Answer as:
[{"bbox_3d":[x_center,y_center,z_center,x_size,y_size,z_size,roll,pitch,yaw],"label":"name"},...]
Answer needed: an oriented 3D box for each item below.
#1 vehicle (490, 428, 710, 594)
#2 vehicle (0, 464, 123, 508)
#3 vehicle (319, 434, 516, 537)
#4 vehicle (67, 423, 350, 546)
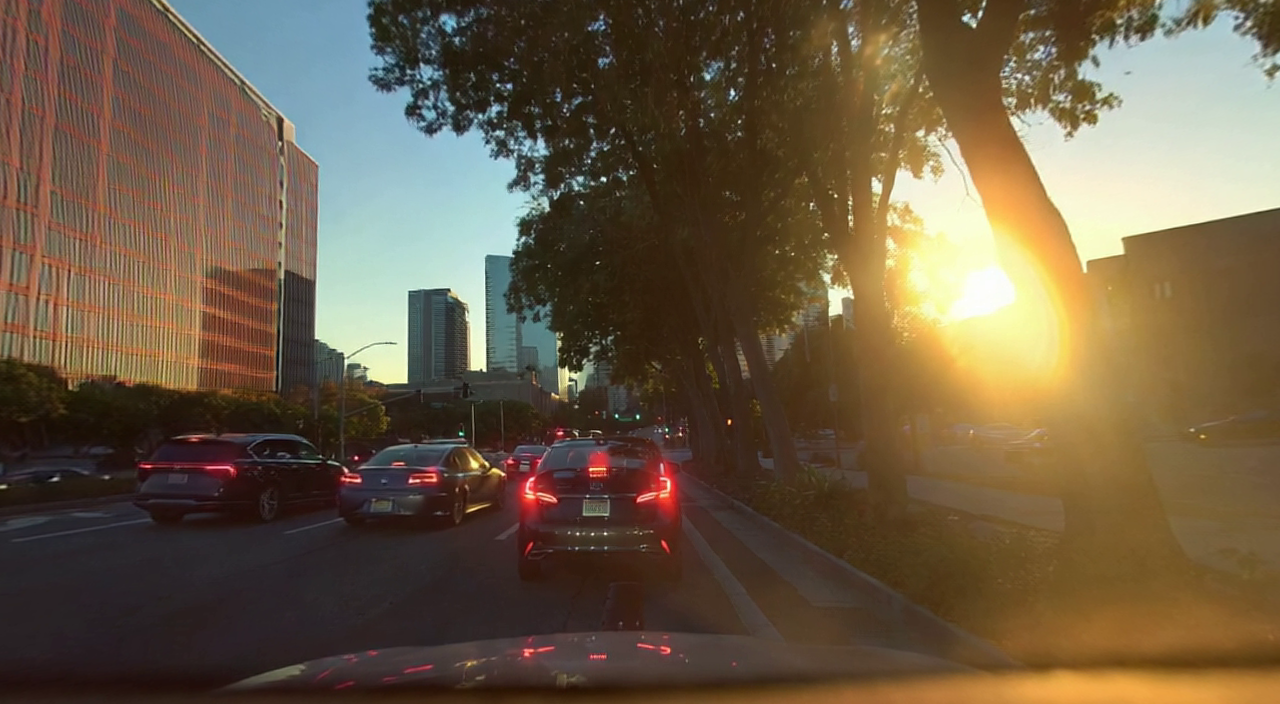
[{"bbox_3d":[-0.384,1.803,8.002,2.066,1.544,3.954,0,-9,0],"label":"vehicle"},{"bbox_3d":[-26.148,5.923,28.211,1.983,1.617,5.013,-2,-8,-1],"label":"vehicle"},{"bbox_3d":[-3.793,2.344,11.799,1.913,1.521,4.539,0,-9,1],"label":"vehicle"},{"bbox_3d":[-7.342,2.272,11.472,2.068,1.784,4.224,0,-9,1],"label":"vehicle"}]
